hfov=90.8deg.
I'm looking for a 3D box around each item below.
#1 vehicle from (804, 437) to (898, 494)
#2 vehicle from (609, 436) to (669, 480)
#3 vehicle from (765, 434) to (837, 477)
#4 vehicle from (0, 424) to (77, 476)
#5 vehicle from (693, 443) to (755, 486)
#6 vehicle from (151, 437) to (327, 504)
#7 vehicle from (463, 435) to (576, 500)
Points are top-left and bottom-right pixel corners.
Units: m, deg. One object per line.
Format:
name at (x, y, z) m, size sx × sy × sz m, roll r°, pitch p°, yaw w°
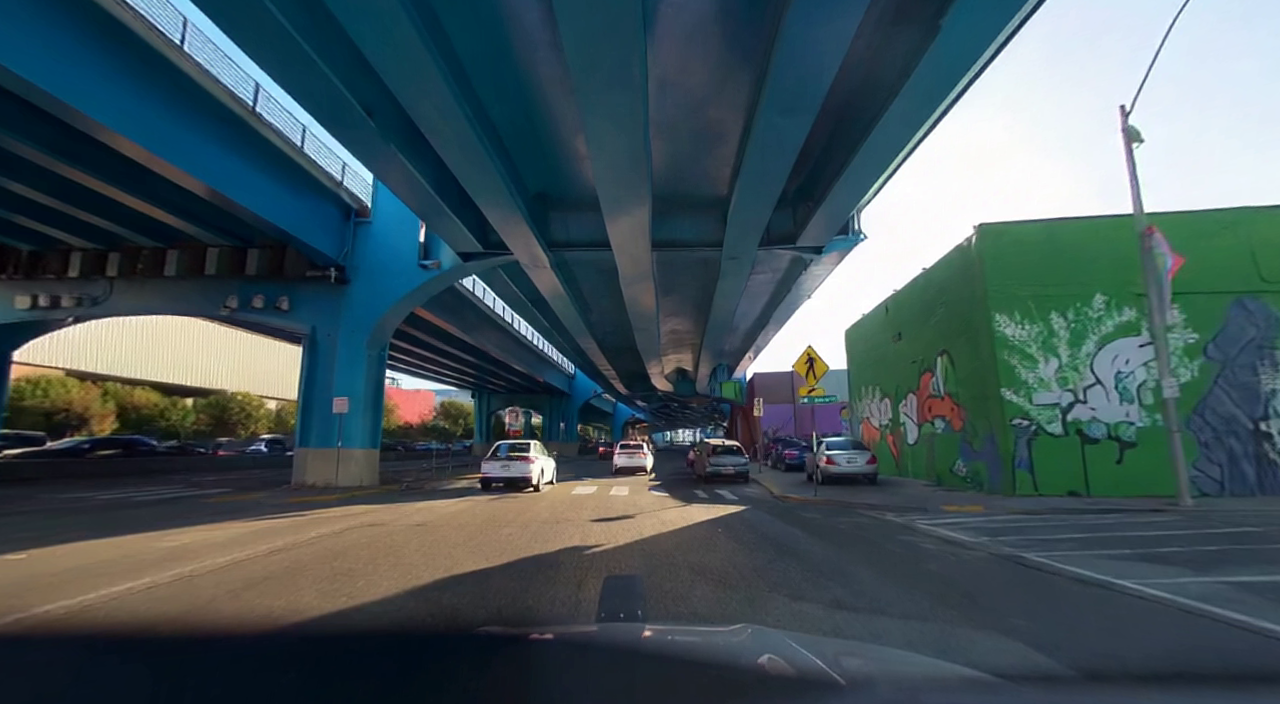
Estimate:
vehicle at (7.673, 4.124, 23.515) m, size 2.275 × 1.834 × 4.294 m, roll 1°, pitch -8°, yaw 4°
vehicle at (-0.035, 4.110, 24.648) m, size 2.155 × 1.571 × 3.734 m, roll 0°, pitch -8°, yaw 0°
vehicle at (7.752, 5.043, 30.918) m, size 2.175 × 1.909 × 4.953 m, roll 0°, pitch -9°, yaw 0°
vehicle at (-31.505, 4.868, 31.529) m, size 2.208 × 2.440 × 5.648 m, roll 1°, pitch -8°, yaw -9°
vehicle at (3.312, 4.507, 25.758) m, size 1.983 × 1.589 × 4.010 m, roll 0°, pitch -8°, yaw 0°
vehicle at (-11.909, 3.537, 19.306) m, size 2.056 × 1.768 × 4.986 m, roll 0°, pitch -9°, yaw 0°
vehicle at (-3.102, 3.084, 17.350) m, size 2.024 × 1.533 × 4.549 m, roll 0°, pitch -8°, yaw 2°
